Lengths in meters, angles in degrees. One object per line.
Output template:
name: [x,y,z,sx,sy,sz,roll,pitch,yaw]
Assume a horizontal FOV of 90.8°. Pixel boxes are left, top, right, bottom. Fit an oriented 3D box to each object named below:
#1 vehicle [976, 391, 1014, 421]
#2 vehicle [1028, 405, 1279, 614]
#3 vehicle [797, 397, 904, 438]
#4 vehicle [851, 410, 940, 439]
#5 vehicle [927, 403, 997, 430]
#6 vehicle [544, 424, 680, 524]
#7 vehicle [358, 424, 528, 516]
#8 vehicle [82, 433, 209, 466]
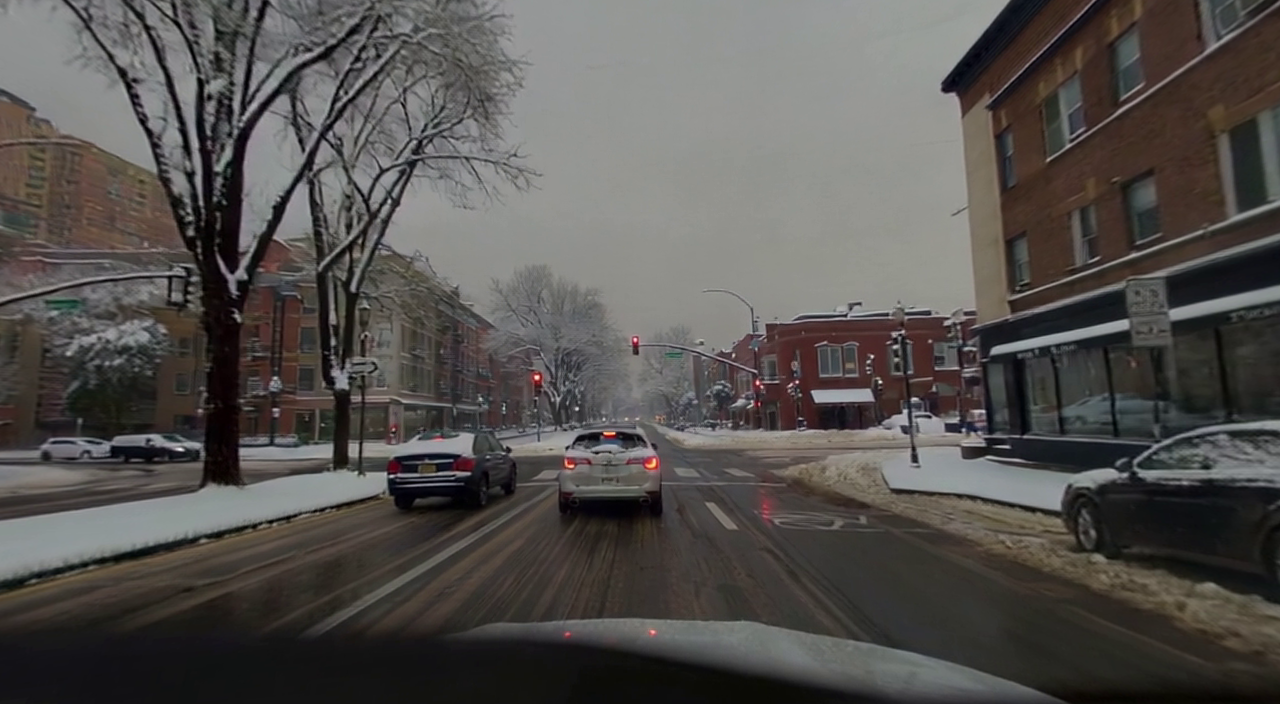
vehicle: [27.075,4.169,48.053,2.152,1.993,5.078,-6,-10,31]
vehicle: [6.217,1.431,6.106,1.904,1.705,4.510,0,-8,-2]
vehicle: [13.772,4.358,41.374,6.541,2.480,2.259,3,-9,-19]
vehicle: [15.174,4.333,37.529,4.775,1.604,1.915,3,-9,-21]
vehicle: [21.187,4.300,41.443,5.017,1.542,2.055,6,-11,-38]
vehicle: [-0.437,2.159,11.681,2.082,1.520,3.896,0,-8,0]
vehicle: [-3.700,2.304,12.839,1.934,1.522,4.464,0,-8,1]
vehicle: [-23.223,4.595,29.756,4.453,1.471,1.921,-1,-8,4]
